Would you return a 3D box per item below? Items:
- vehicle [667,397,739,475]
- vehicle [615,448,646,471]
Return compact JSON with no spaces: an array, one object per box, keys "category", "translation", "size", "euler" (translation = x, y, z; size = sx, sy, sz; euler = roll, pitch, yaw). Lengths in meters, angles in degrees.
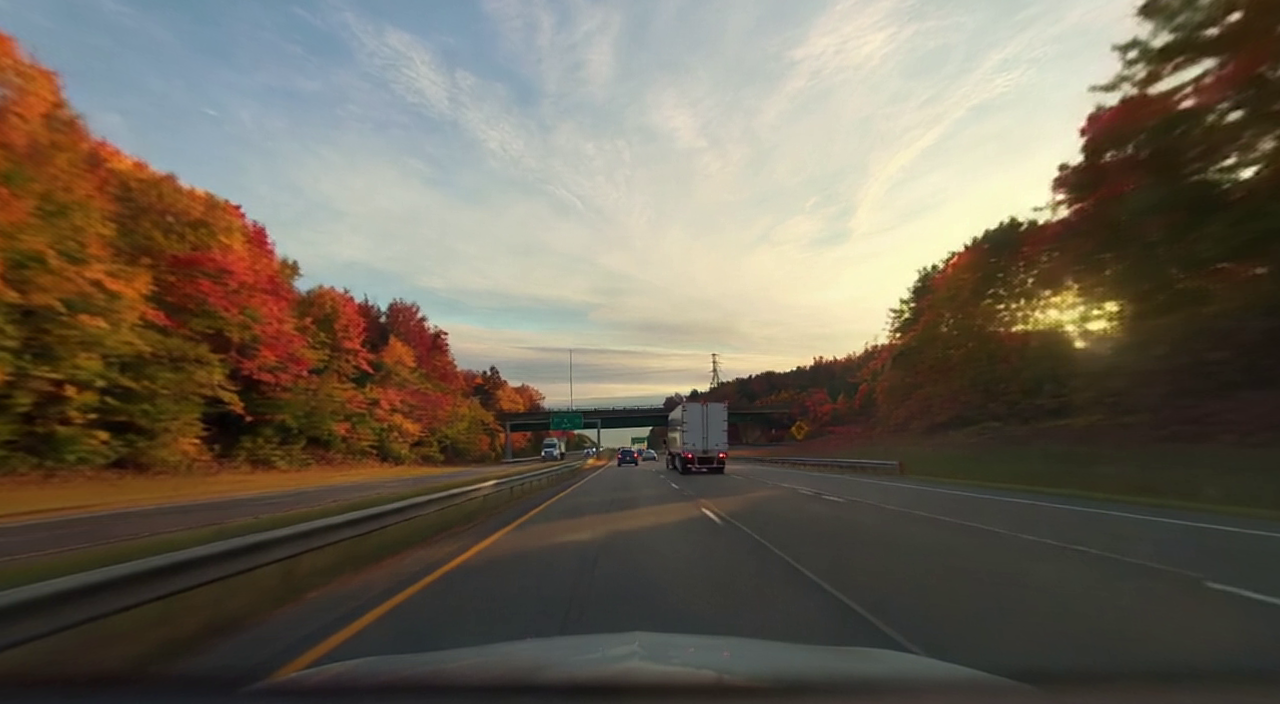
[{"category":"vehicle","translation":[3.752,5.759,41.738],"size":[2.956,4.281,14.327],"euler":[0,-9,-1]},{"category":"vehicle","translation":[-0.651,7.188,42.012],"size":[1.961,1.454,3.755],"euler":[0,-9,-1]}]
